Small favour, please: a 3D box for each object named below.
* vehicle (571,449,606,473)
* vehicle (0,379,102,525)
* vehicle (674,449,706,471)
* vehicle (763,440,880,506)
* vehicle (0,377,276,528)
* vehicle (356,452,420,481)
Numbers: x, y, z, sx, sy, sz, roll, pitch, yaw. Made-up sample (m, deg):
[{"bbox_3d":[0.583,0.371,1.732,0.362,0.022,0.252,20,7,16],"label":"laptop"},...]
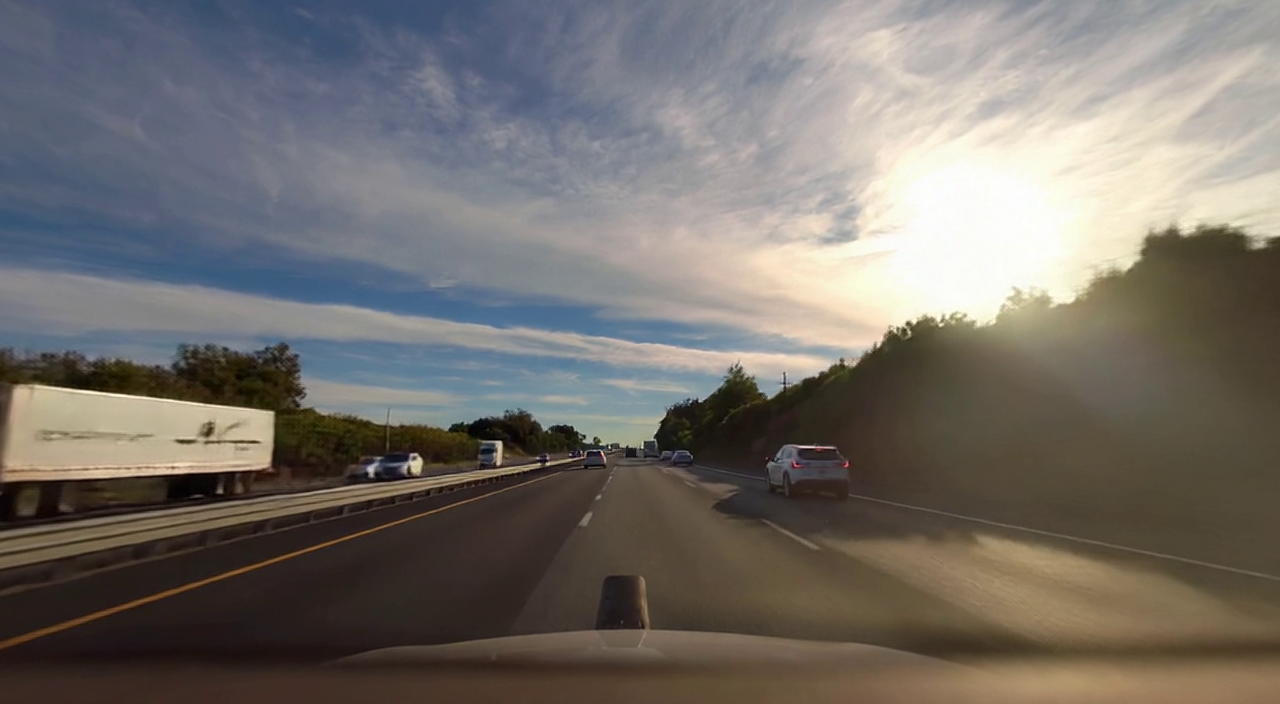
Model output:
[{"bbox_3d":[-3.420,7.316,42.564,2.021,1.507,4.272,0,-9,-1],"label":"vehicle"},{"bbox_3d":[-19.254,2.803,17.670,2.977,4.017,5.889,0,-9,-2],"label":"vehicle"},{"bbox_3d":[3.546,7.703,45.103,1.846,1.480,3.694,0,-9,-2],"label":"vehicle"},{"bbox_3d":[4.783,3.232,17.263,1.903,1.566,3.866,0,-9,-2],"label":"vehicle"},{"bbox_3d":[-19.466,3.834,24.298,2.919,4.173,14.038,0,-9,-2],"label":"vehicle"},{"bbox_3d":[-15.411,6.992,38.833,2.034,1.647,4.778,0,-9,-1],"label":"vehicle"}]
